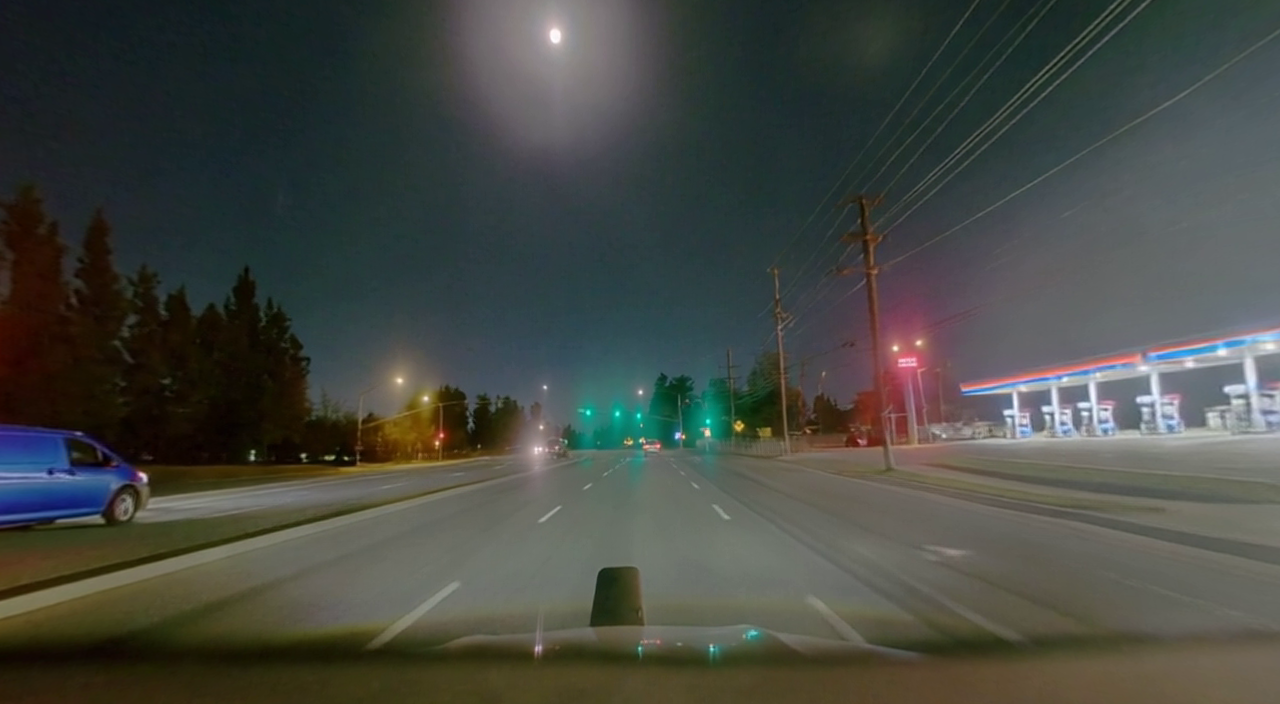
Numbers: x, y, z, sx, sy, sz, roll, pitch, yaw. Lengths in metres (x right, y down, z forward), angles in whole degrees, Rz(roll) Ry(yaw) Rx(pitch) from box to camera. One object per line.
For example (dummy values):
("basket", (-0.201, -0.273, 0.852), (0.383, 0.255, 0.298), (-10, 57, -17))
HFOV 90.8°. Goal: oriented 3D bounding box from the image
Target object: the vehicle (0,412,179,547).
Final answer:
("vehicle", (-9.897, 1.874, 9.461), (2.149, 1.848, 4.961), (0, -8, 1))
